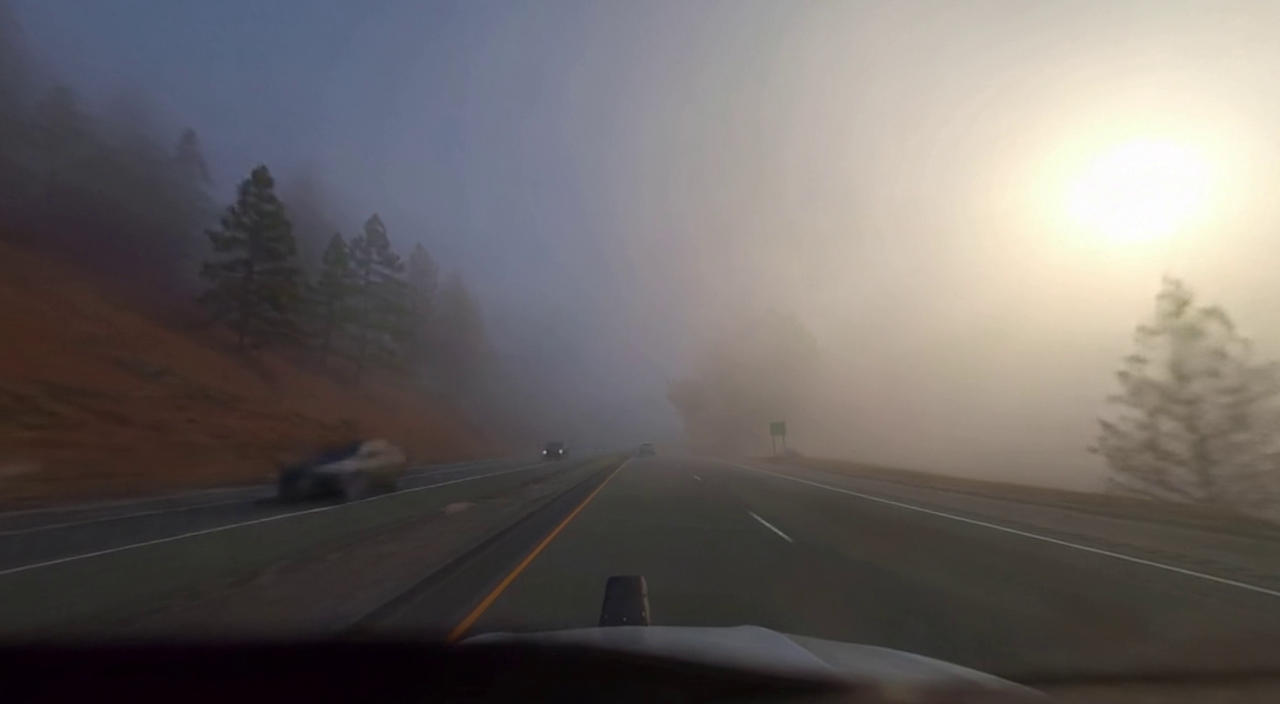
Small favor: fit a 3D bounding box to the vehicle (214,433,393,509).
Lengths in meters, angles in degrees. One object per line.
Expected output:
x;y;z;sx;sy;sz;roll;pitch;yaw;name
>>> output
-8.624;3.073;16.827;2.113;1.697;4.718;0;-8;1;vehicle
